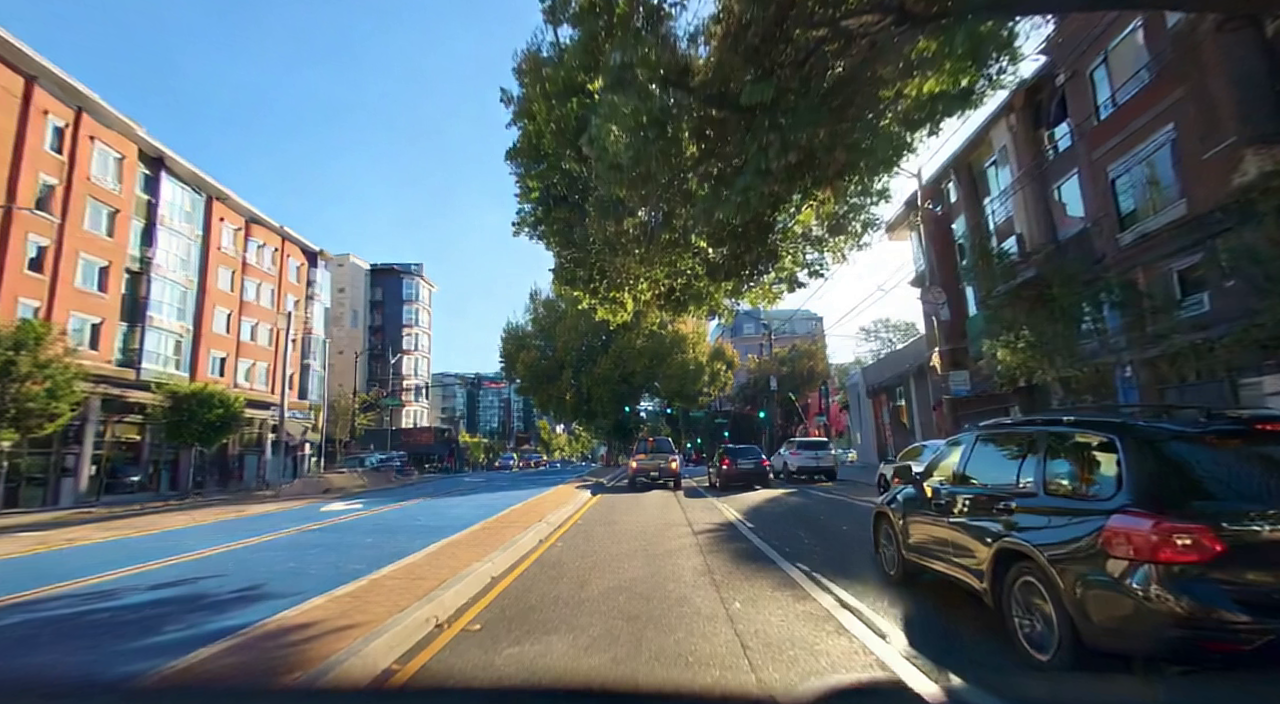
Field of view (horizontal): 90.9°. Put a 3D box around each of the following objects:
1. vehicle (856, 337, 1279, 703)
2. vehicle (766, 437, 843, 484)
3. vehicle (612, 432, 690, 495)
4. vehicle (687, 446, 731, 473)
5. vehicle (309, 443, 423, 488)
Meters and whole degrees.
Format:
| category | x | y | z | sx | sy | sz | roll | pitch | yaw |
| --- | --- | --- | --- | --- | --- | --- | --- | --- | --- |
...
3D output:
| category | x | y | z | sx | sy | sz | roll | pitch | yaw |
| --- | --- | --- | --- | --- | --- | --- | --- | --- | --- |
| vehicle | 3.122 | 1.111 | 4.169 | 1.939 | 1.746 | 4.091 | 0 | -9 | 1 |
| vehicle | 6.789 | 4.534 | 26.608 | 2.066 | 1.790 | 4.663 | 0 | -9 | 1 |
| vehicle | 0.335 | 3.481 | 19.962 | 2.209 | 1.748 | 4.130 | 0 | -9 | 1 |
| vehicle | 3.868 | 6.084 | 35.914 | 2.045 | 1.465 | 4.355 | 0 | -9 | 0 |
| vehicle | -13.672 | 5.698 | 32.151 | 2.640 | 2.054 | 6.504 | -1 | -9 | 3 |
